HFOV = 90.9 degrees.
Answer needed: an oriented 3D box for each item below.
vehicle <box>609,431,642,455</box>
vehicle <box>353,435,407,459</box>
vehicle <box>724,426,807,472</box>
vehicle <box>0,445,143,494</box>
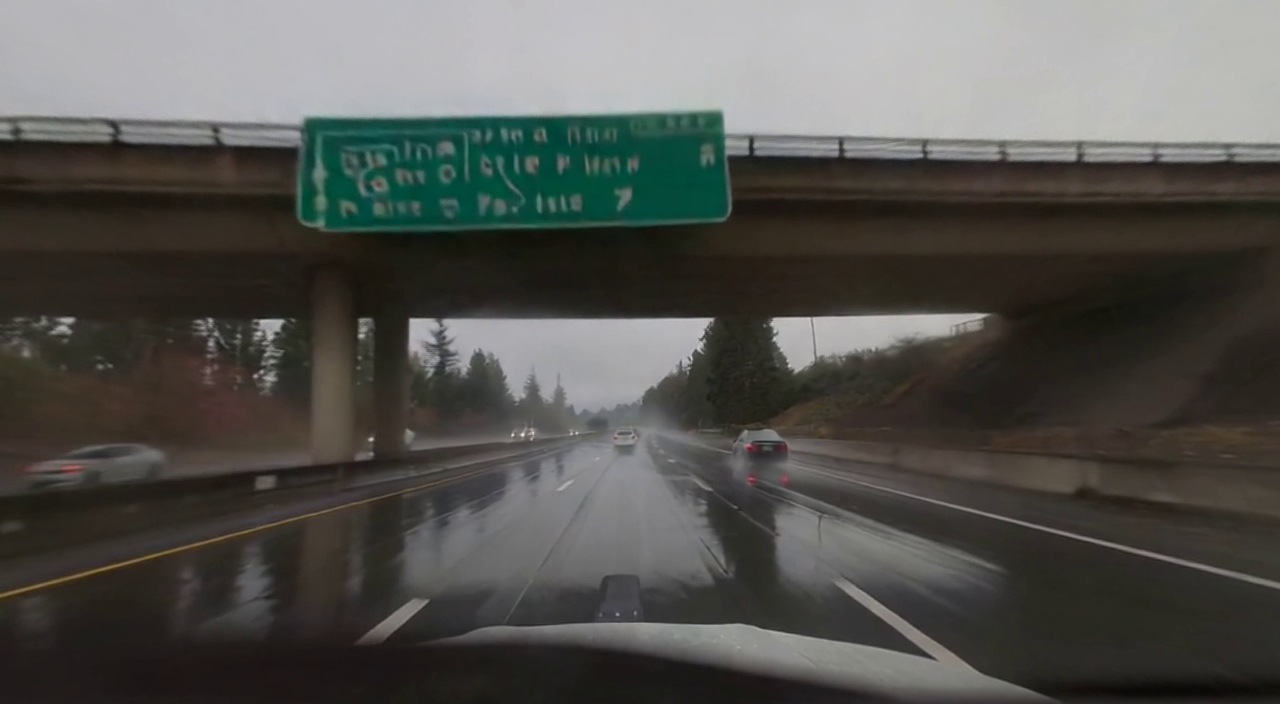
[{"bbox_3d":[-0.925,5.730,40.000,1.987,1.440,3.565,0,-8,-1],"label":"vehicle"},{"bbox_3d":[-17.573,6.426,42.847,1.864,1.517,4.304,0,-8,-1],"label":"vehicle"},{"bbox_3d":[4.437,3.477,22.986,2.056,1.508,4.093,0,-8,-2],"label":"vehicle"},{"bbox_3d":[-21.354,4.369,23.845,1.798,1.613,4.065,0,-8,-1],"label":"vehicle"}]
